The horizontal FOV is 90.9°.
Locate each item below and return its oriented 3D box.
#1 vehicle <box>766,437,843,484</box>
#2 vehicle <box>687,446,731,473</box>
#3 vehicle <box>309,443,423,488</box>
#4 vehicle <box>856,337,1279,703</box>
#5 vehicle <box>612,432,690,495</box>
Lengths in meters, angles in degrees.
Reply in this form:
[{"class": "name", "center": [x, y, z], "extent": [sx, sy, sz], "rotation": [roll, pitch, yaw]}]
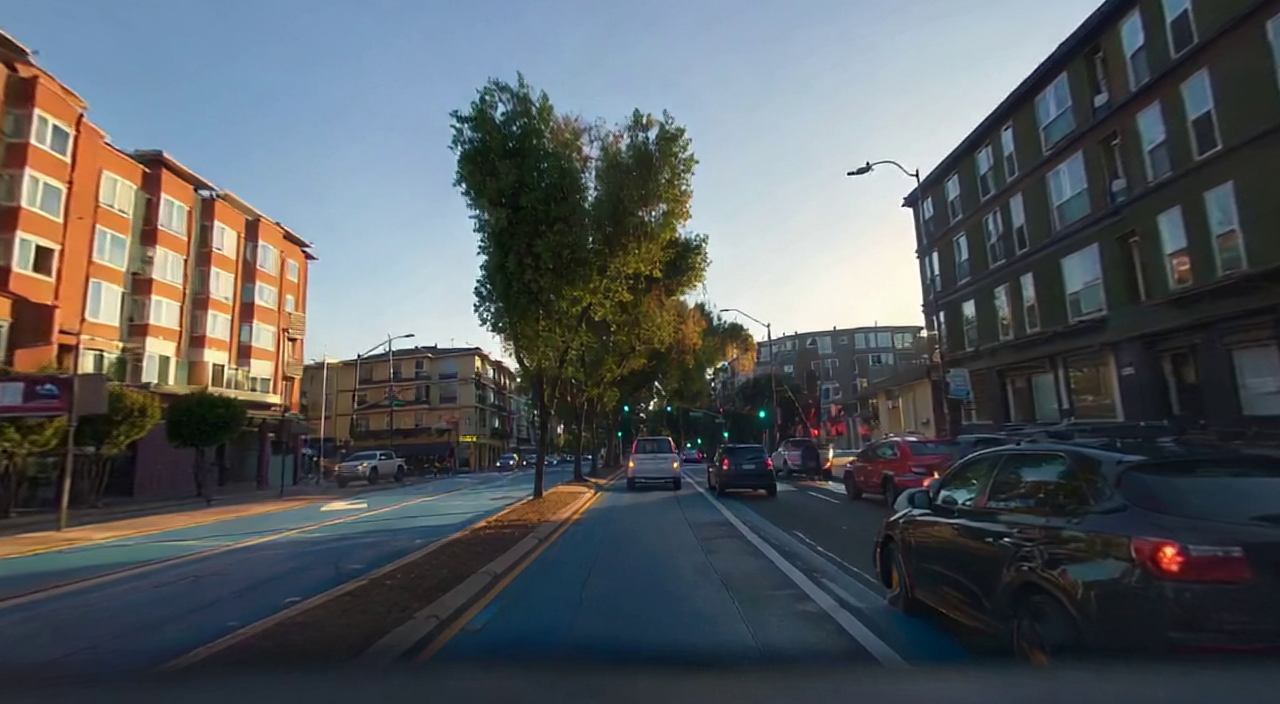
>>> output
[{"class": "vehicle", "center": [6.789, 4.534, 26.608], "extent": [2.066, 1.790, 4.663], "rotation": [0, -9, 1]}, {"class": "vehicle", "center": [3.868, 6.084, 35.914], "extent": [2.045, 1.465, 4.355], "rotation": [0, -9, 0]}, {"class": "vehicle", "center": [-13.672, 5.698, 32.151], "extent": [2.640, 2.054, 6.504], "rotation": [-1, -9, 3]}, {"class": "vehicle", "center": [3.122, 1.111, 4.169], "extent": [1.939, 1.746, 4.091], "rotation": [0, -9, 1]}, {"class": "vehicle", "center": [0.335, 3.481, 19.962], "extent": [2.209, 1.748, 4.130], "rotation": [0, -9, 1]}]
